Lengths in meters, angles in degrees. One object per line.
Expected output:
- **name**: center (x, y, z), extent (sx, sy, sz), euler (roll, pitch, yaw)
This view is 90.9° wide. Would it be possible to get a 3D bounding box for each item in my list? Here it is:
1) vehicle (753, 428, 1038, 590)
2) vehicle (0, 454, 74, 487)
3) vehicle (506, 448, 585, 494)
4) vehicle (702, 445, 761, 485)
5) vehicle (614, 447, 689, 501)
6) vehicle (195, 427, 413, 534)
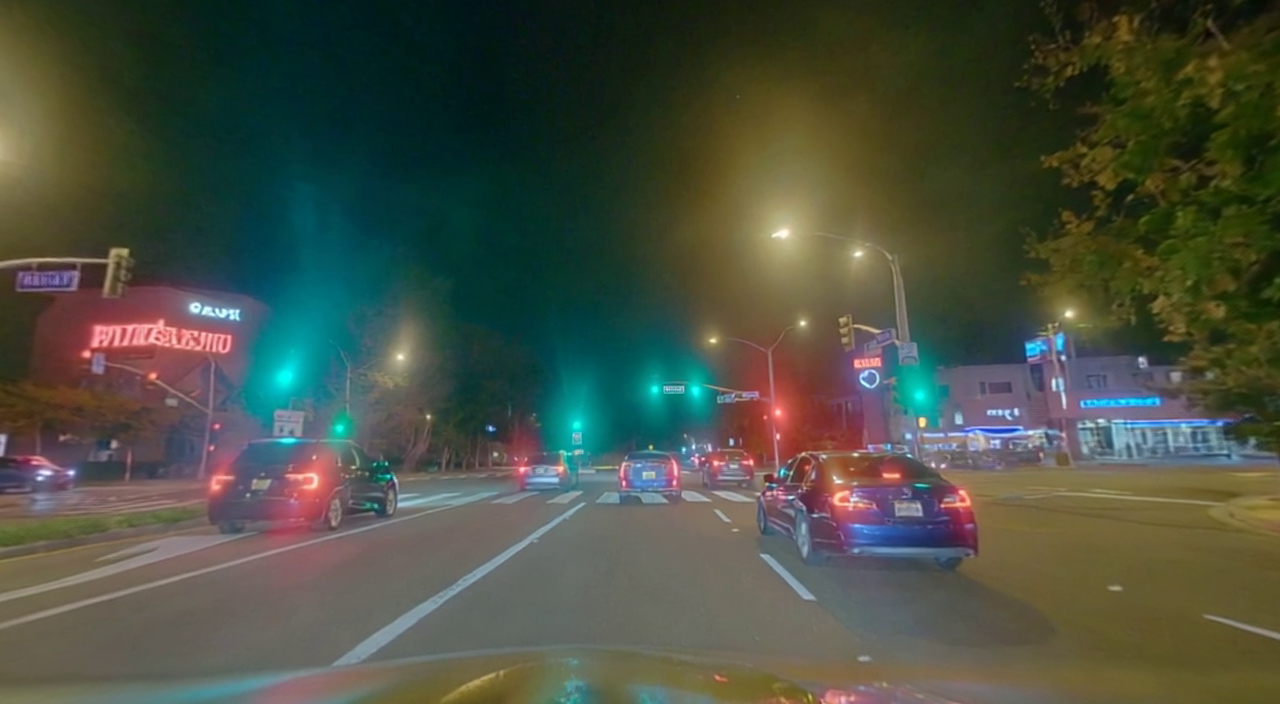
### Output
- **vehicle**: center (2.785, 1.796, 8.087), extent (1.946, 1.513, 4.133), euler (0, -8, 1)
- **vehicle**: center (-30.249, 5.678, 30.217), extent (4.315, 1.485, 1.822), euler (0, -8, -2)
- **vehicle**: center (-3.322, 4.277, 23.050), extent (2.040, 1.471, 4.211), euler (-1, -8, 3)
- **vehicle**: center (3.839, 4.783, 27.050), extent (1.931, 1.552, 4.125), euler (0, -8, 0)
- **vehicle**: center (0.355, 3.673, 19.490), extent (2.070, 1.460, 4.118), euler (0, -8, 1)
- **vehicle**: center (-6.580, 2.536, 13.081), extent (2.058, 1.804, 4.391), euler (0, -8, 0)
